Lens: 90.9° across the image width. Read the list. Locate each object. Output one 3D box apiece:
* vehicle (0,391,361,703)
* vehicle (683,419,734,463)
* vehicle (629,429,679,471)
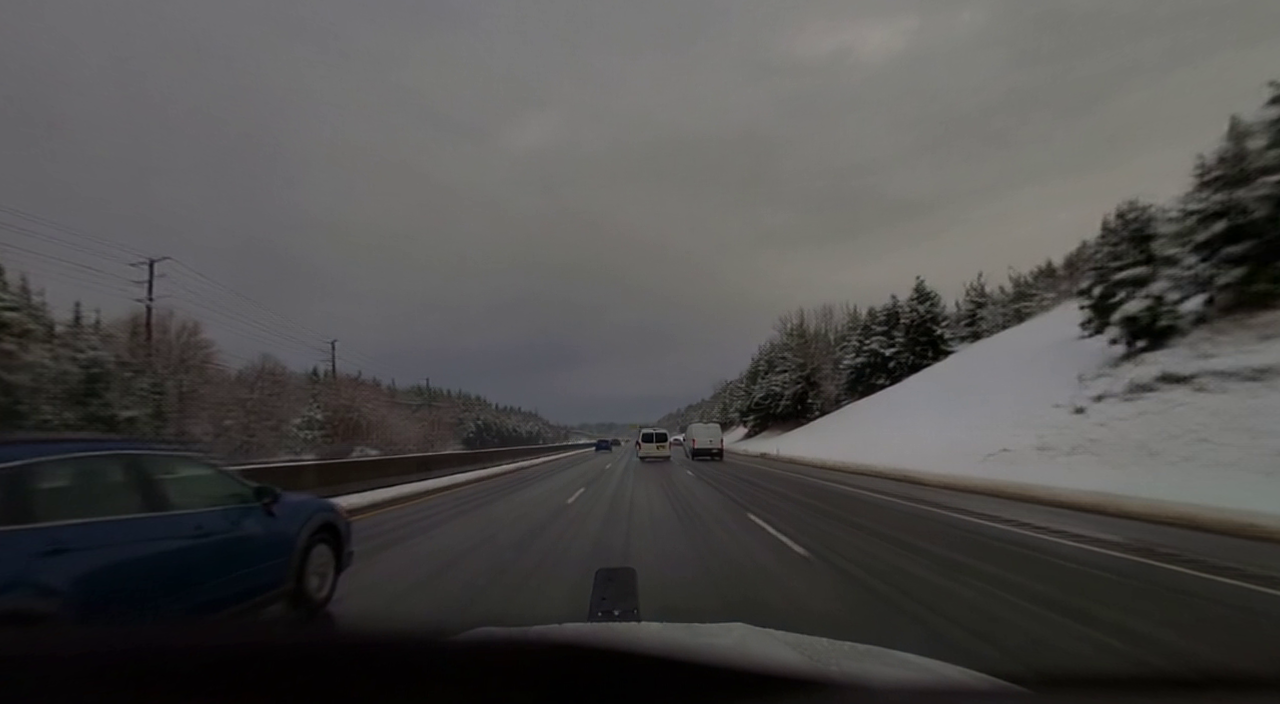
[{"bbox_3d":[-3.308,1.010,3.181,1.890,1.490,4.202,0,-8,0],"label":"vehicle"},{"bbox_3d":[3.955,5.228,37.223,2.348,2.429,5.172,0,-8,-1],"label":"vehicle"},{"bbox_3d":[0.585,4.516,29.409,2.159,1.811,4.238,0,-8,-1],"label":"vehicle"}]
